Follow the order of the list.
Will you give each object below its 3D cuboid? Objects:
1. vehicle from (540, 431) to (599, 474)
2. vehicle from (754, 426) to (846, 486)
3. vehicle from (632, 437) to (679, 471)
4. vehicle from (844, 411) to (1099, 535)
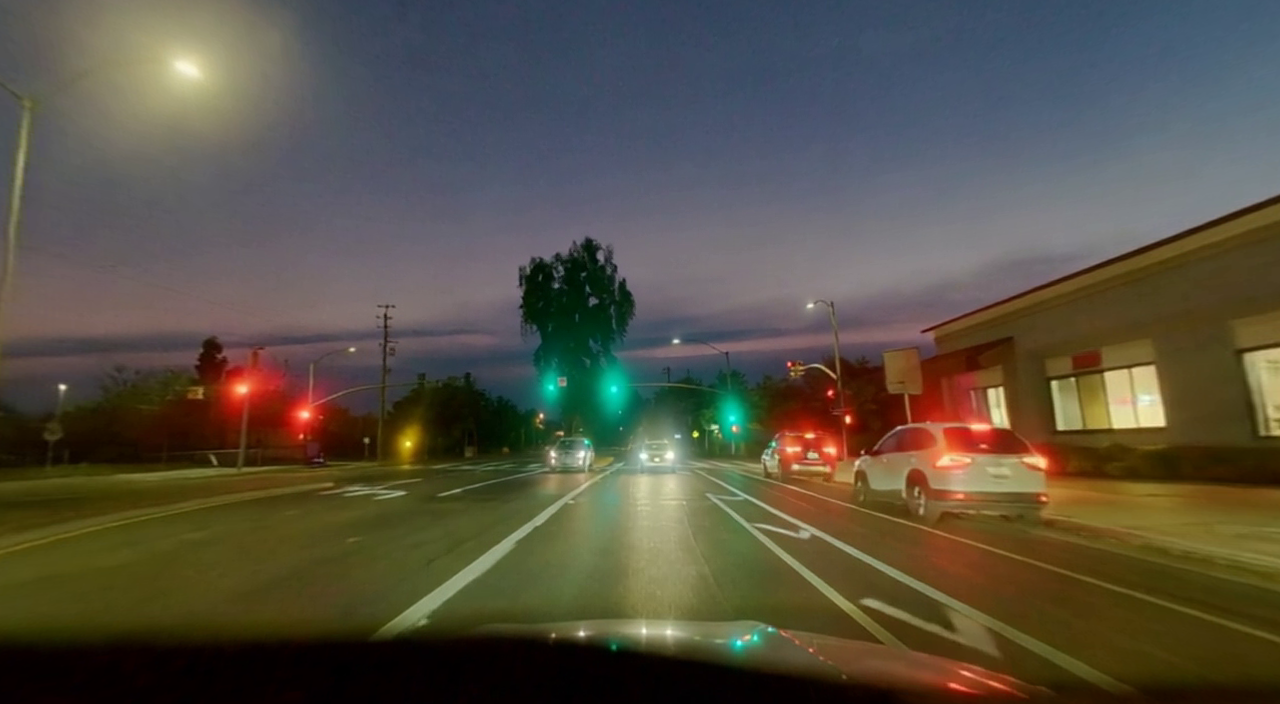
[{"bbox_3d":[-3.108,4.548,28.766,2.150,1.779,4.423,0,-8,1],"label":"vehicle"},{"bbox_3d":[5.776,3.767,23.490,2.112,1.966,4.642,-1,-7,-1],"label":"vehicle"},{"bbox_3d":[0.675,4.840,30.065,2.075,1.480,3.920,0,-8,-1],"label":"vehicle"},{"bbox_3d":[5.607,2.056,11.626,2.069,1.776,4.797,0,-7,0],"label":"vehicle"}]
